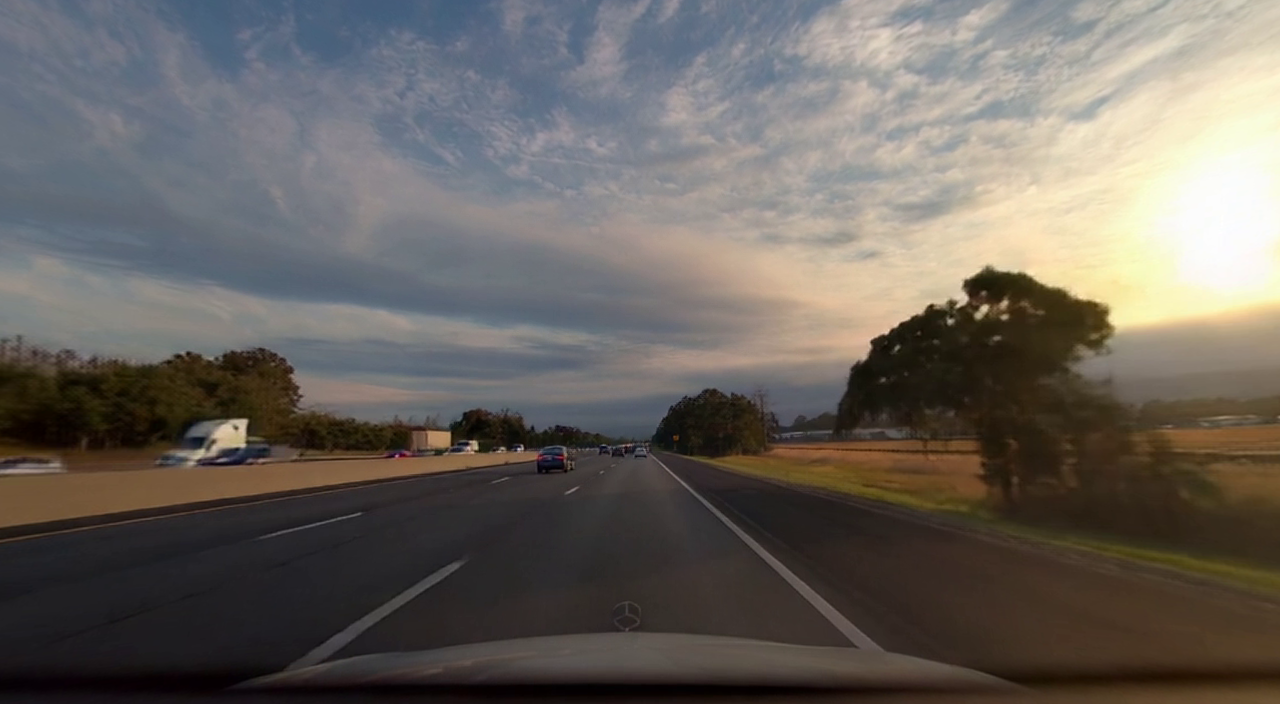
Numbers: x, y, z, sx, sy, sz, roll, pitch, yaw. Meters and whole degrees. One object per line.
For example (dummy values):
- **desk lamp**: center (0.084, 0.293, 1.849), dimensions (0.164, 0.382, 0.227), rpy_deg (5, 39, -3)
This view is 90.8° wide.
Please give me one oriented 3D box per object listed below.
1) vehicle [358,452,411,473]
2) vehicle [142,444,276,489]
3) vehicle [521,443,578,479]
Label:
- **vehicle**: center (-19.324, 8.362, 47.925), dimensions (1.947, 1.459, 4.851), rpy_deg (0, -9, 1)
- **vehicle**: center (-15.980, 4.248, 23.730), dimensions (1.925, 1.526, 4.370), rpy_deg (0, -9, 0)
- **vehicle**: center (-4.042, 4.950, 28.885), dimensions (1.954, 1.541, 4.079), rpy_deg (0, -9, 1)
